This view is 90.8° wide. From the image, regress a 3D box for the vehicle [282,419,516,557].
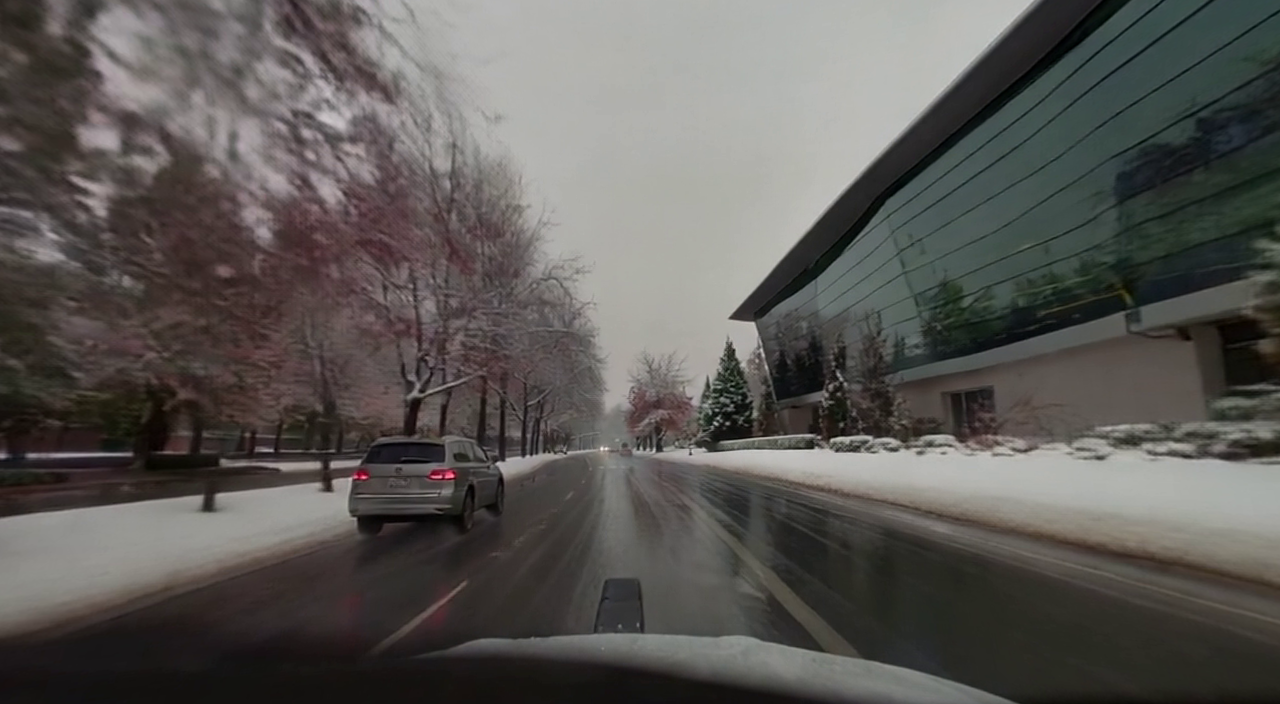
[{"bbox_3d":[-3.438,2.021,10.187,2.067,1.700,4.561,0,-8,-1],"label":"vehicle"}]
